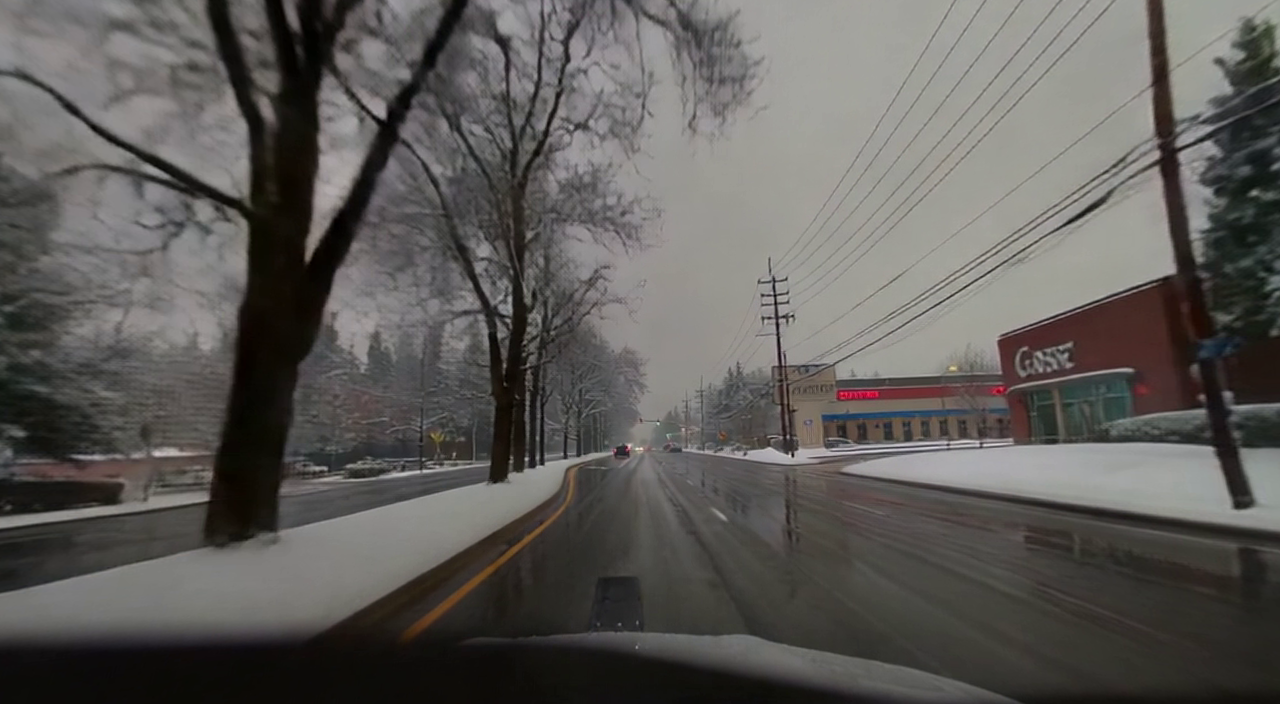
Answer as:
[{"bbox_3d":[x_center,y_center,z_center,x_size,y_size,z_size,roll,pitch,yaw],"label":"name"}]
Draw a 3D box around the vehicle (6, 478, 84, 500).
[{"bbox_3d":[-46.819,10.769,49.849,1.738,1.424,4.544,0,-9,-1],"label":"vehicle"}]
